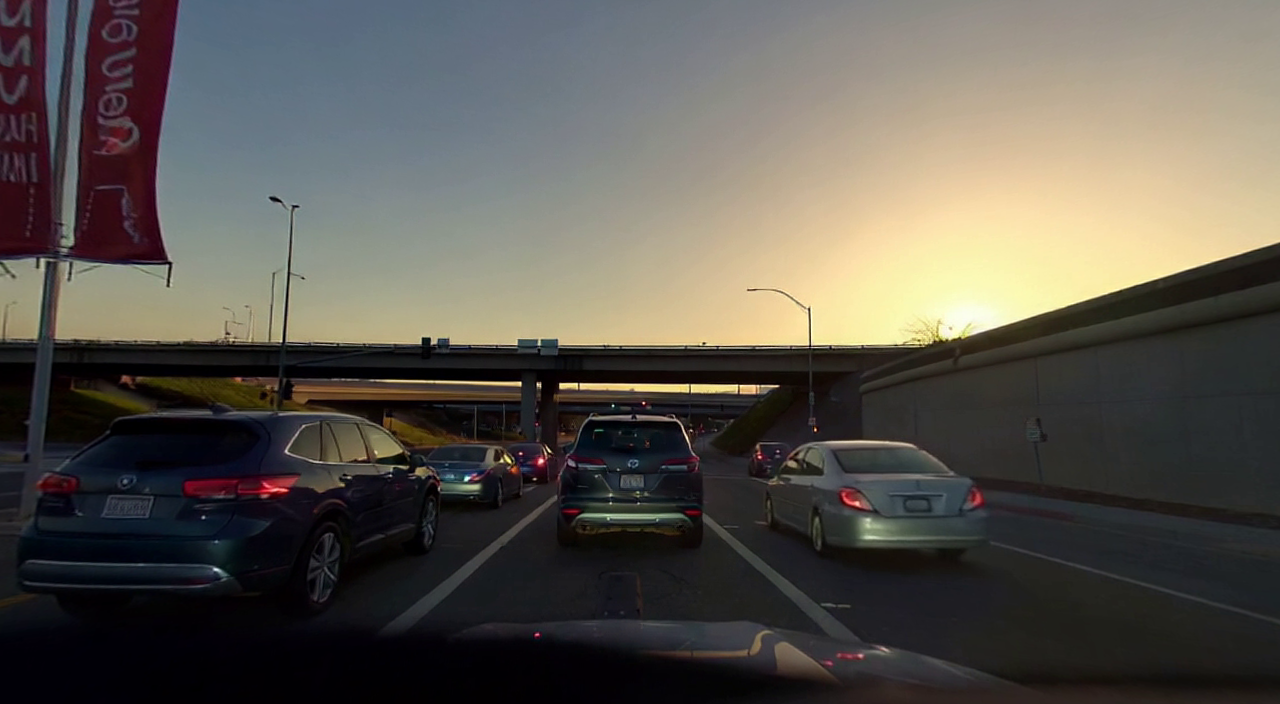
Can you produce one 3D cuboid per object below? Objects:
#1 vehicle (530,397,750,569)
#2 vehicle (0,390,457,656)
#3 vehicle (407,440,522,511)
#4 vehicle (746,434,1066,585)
[{"bbox_3d":[-0.080,1.767,9.211,2.409,1.864,4.471,0,-9,-2],"label":"vehicle"},{"bbox_3d":[-3.498,1.422,6.269,2.039,1.709,4.265,0,-9,0],"label":"vehicle"},{"bbox_3d":[-4.154,2.946,15.431,1.797,1.505,3.506,0,-9,0],"label":"vehicle"},{"bbox_3d":[3.069,1.936,8.772,2.228,1.472,4.939,0,-9,-1],"label":"vehicle"}]
